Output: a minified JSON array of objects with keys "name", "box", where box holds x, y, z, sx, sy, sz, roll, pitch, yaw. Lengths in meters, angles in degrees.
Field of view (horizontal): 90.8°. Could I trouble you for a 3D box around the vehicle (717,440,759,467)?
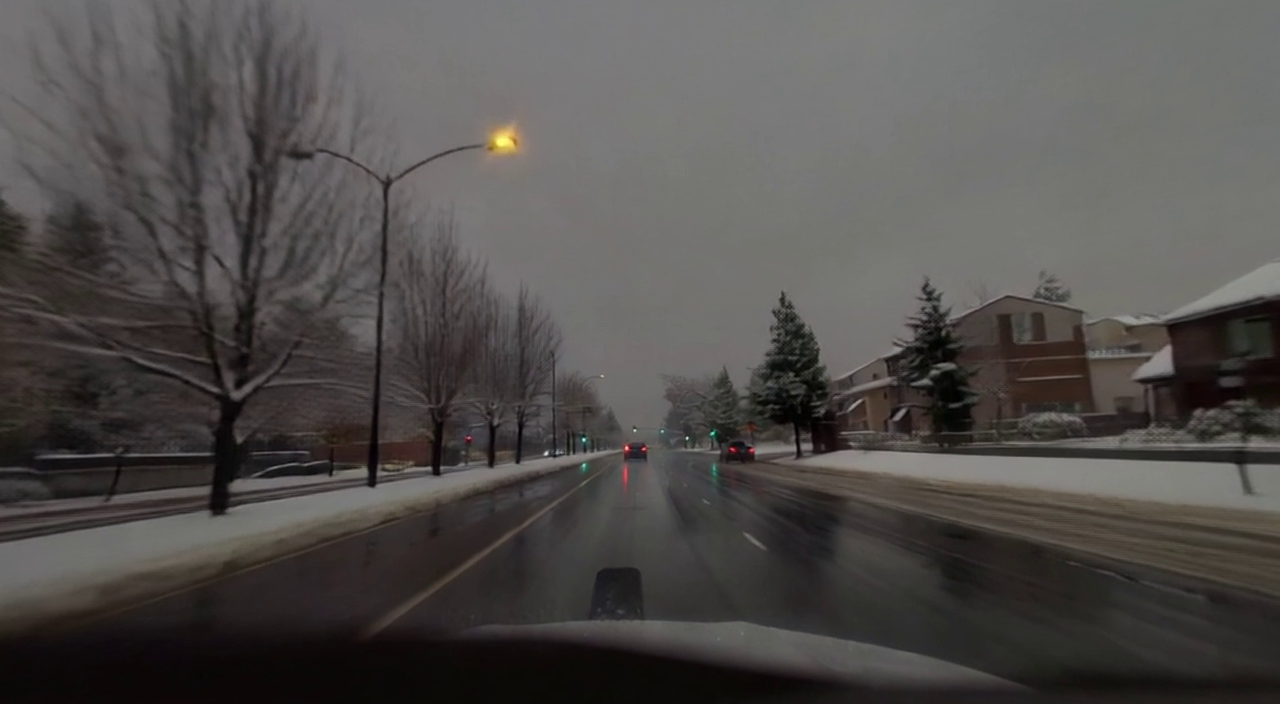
[{"name":"vehicle","box":[6.717,6.990,43.679,2.011,1.710,4.357,0,-9,-2]}]
